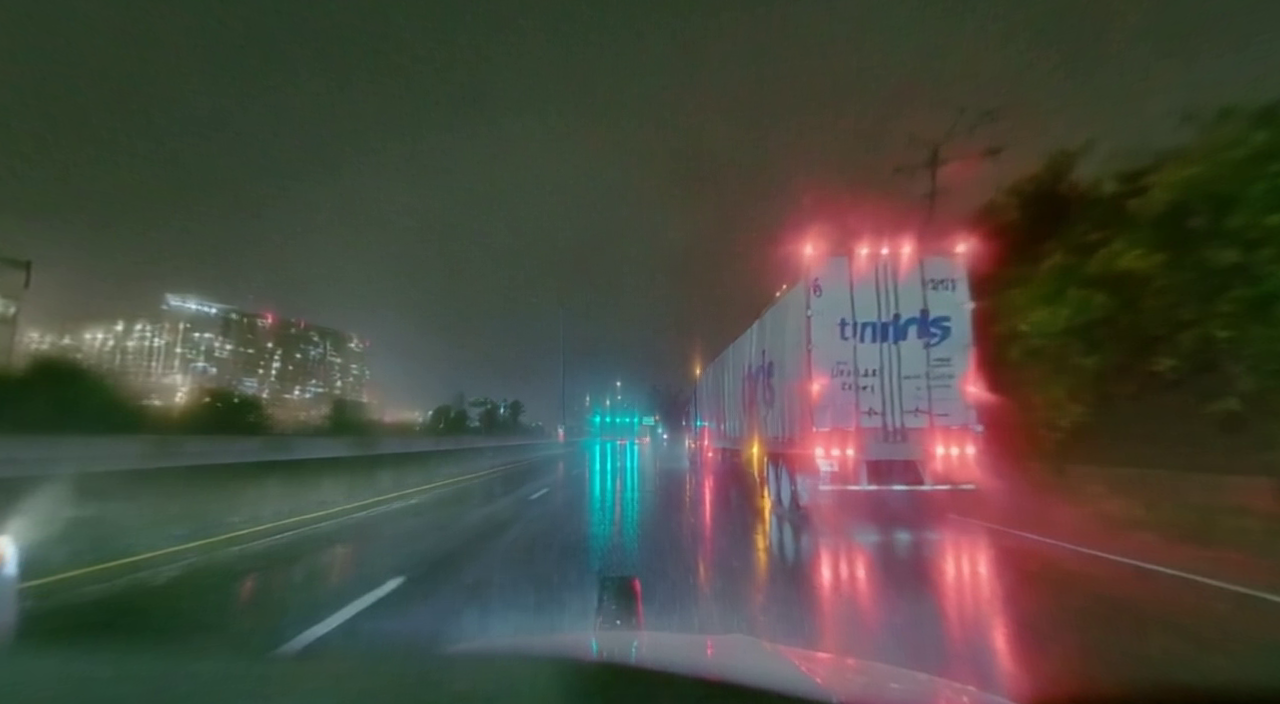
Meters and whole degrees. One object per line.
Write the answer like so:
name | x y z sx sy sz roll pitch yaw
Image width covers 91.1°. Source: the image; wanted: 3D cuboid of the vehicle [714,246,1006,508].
vehicle | 4.018 1.172 16.279 2.850 3.894 13.987 0 -7 1
